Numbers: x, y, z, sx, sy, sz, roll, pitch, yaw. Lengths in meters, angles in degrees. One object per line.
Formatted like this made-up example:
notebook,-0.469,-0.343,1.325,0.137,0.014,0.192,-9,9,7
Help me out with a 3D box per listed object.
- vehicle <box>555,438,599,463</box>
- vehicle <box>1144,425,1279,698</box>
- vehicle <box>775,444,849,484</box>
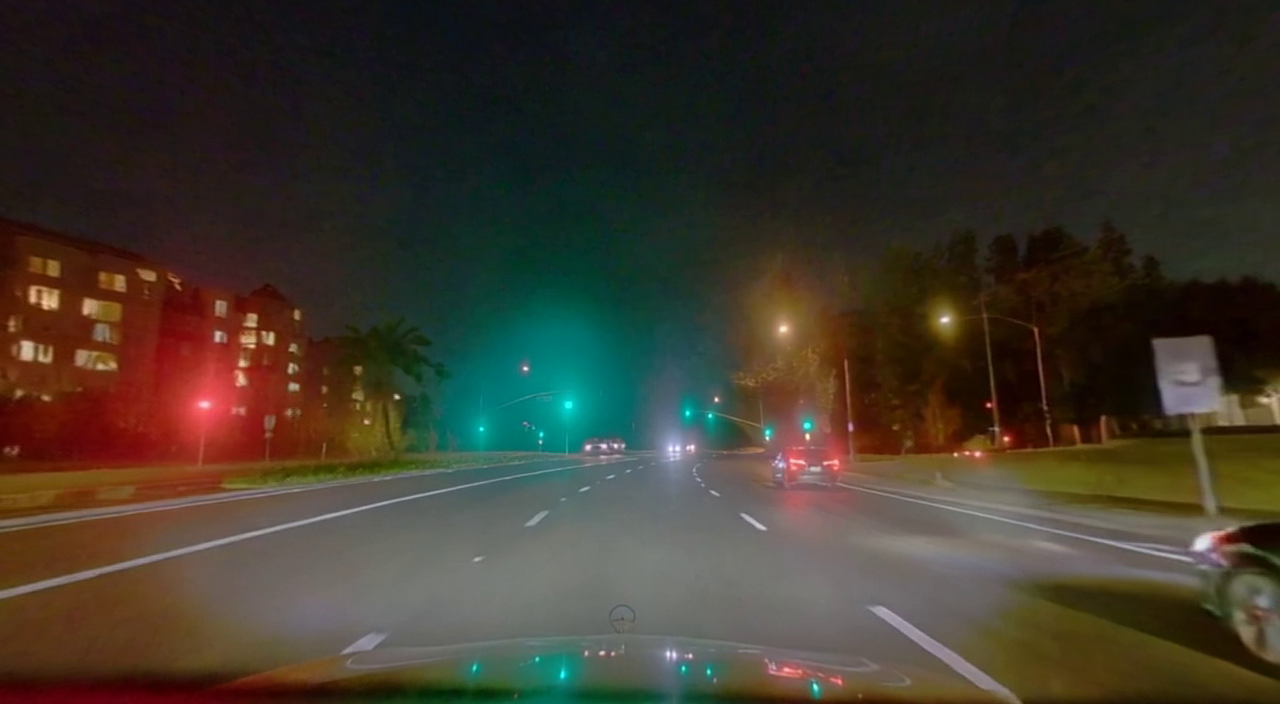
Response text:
vehicle,-4.475,7.151,45.906,2.072,1.738,4.757,-1,-9,8
vehicle,4.473,0.989,2.399,1.993,1.483,3.821,0,-8,2
vehicle,7.041,4.602,26.340,2.144,1.473,4.638,-1,-8,5
